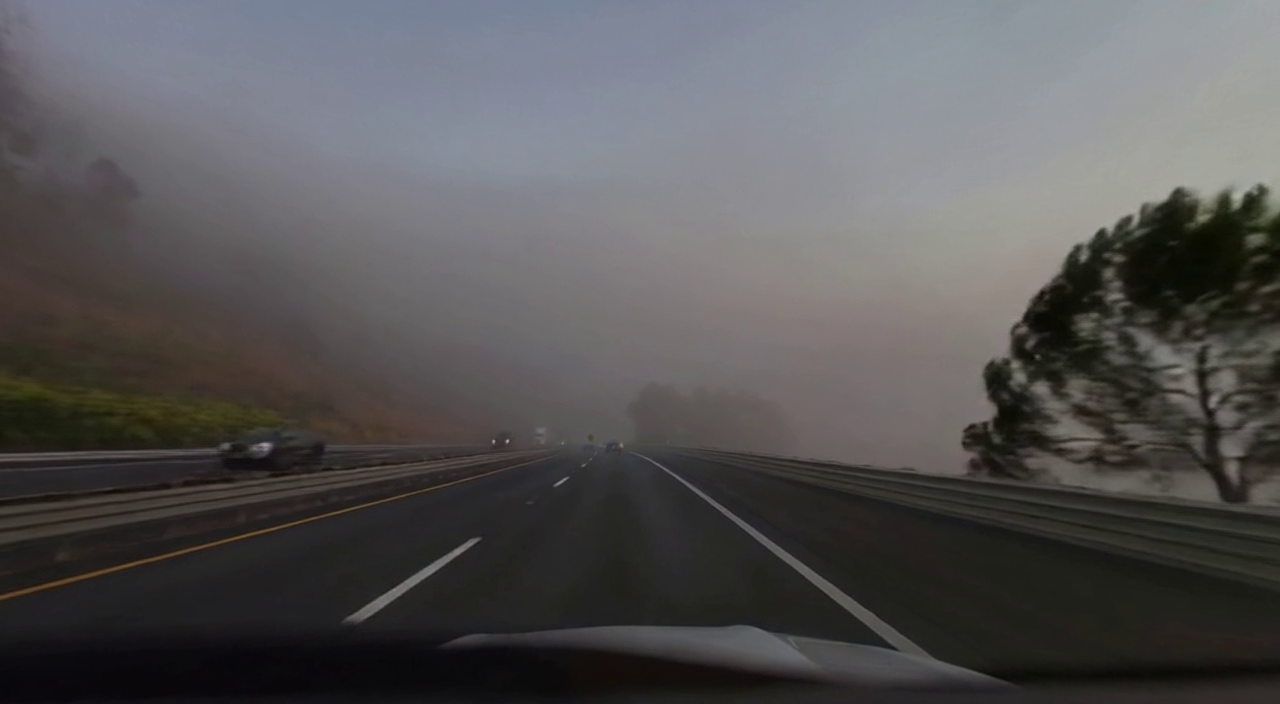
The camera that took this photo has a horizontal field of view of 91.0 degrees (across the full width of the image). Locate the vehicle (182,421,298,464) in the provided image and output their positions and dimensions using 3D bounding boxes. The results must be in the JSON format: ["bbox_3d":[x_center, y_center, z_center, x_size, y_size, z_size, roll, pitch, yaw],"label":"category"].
[{"bbox_3d":[-16.630,3.815,26.501,1.912,1.599,4.611,0,-8,-1],"label":"vehicle"}]
